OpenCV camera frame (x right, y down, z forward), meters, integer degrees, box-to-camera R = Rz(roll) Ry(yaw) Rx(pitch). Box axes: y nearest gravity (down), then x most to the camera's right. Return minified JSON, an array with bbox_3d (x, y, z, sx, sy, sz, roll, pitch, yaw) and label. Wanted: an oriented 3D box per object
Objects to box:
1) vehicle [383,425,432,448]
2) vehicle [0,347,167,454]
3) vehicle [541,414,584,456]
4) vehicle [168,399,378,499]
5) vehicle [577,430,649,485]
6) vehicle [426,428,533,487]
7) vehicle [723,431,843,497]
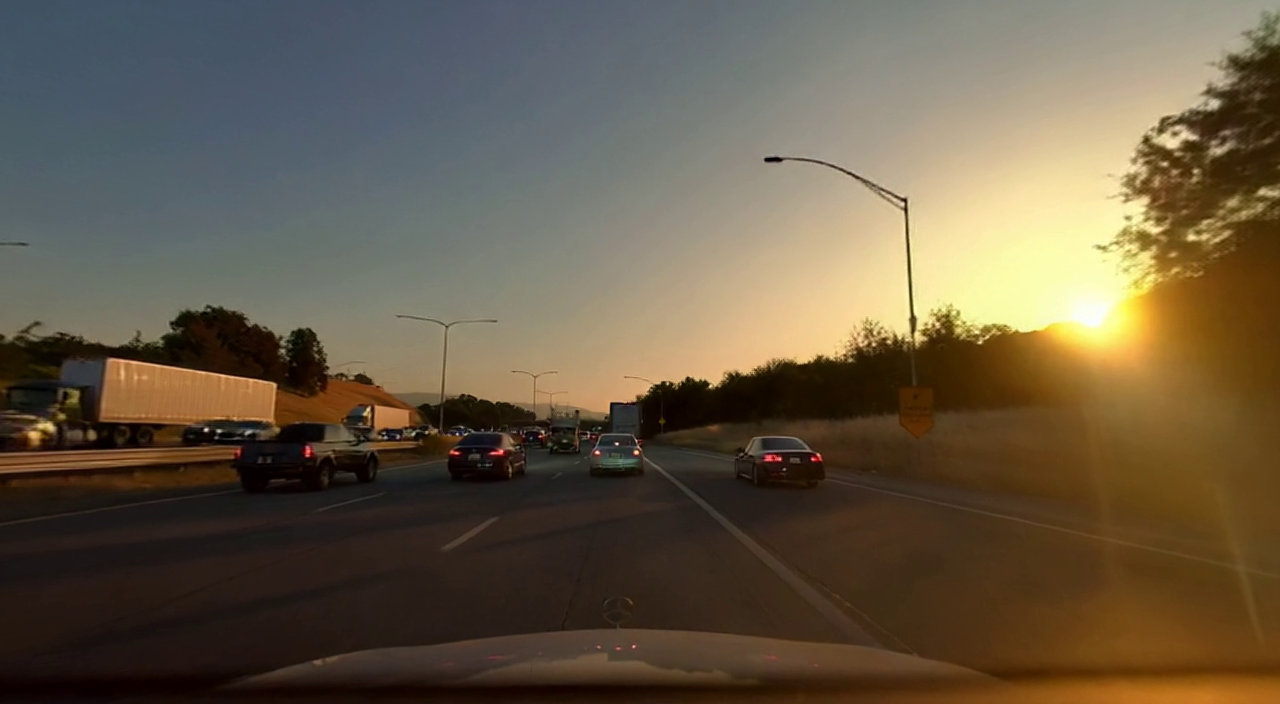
[{"bbox_3d":[-16.096,5.886,43.765,1.885,1.496,4.446,0,-8,-3],"label":"vehicle"},{"bbox_3d":[-23.135,2.114,25.918,2.975,3.953,5.356,1,-8,-2],"label":"vehicle"},{"bbox_3d":[-5.093,5.581,42.284,2.303,2.610,6.579,0,-8,-3],"label":"vehicle"},{"bbox_3d":[-8.211,2.226,14.759,2.158,1.943,4.662,0,-8,-1],"label":"vehicle"},{"bbox_3d":[-0.790,3.150,19.184,1.980,1.478,3.758,0,-8,-1],"label":"vehicle"},{"bbox_3d":[-4.502,3.021,18.392,2.046,1.493,4.384,0,-8,-1],"label":"vehicle"},{"bbox_3d":[3.574,2.862,16.650,1.981,1.474,4.396,0,-8,-2],"label":"vehicle"}]
